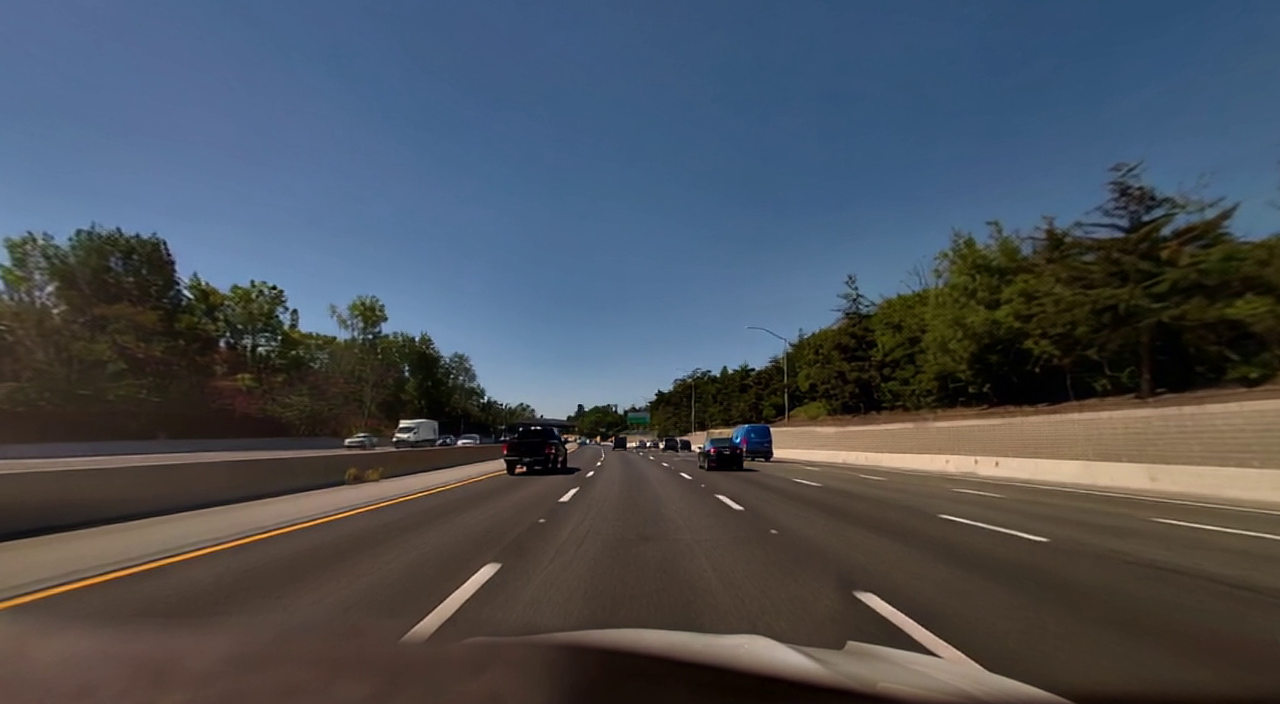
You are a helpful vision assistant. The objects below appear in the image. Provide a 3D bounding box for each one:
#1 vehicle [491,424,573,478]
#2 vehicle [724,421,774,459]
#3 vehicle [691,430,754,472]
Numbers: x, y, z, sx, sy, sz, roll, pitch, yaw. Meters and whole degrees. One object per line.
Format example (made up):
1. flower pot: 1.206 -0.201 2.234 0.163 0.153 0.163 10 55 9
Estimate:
1. vehicle: -4.123 3.924 25.283 2.331 1.884 5.787 0 -8 -1
2. vehicle: 8.490 6.979 49.907 2.274 2.802 6.802 0 -8 -4
3. vehicle: 3.650 4.499 28.782 2.141 1.732 4.279 0 -8 -2
